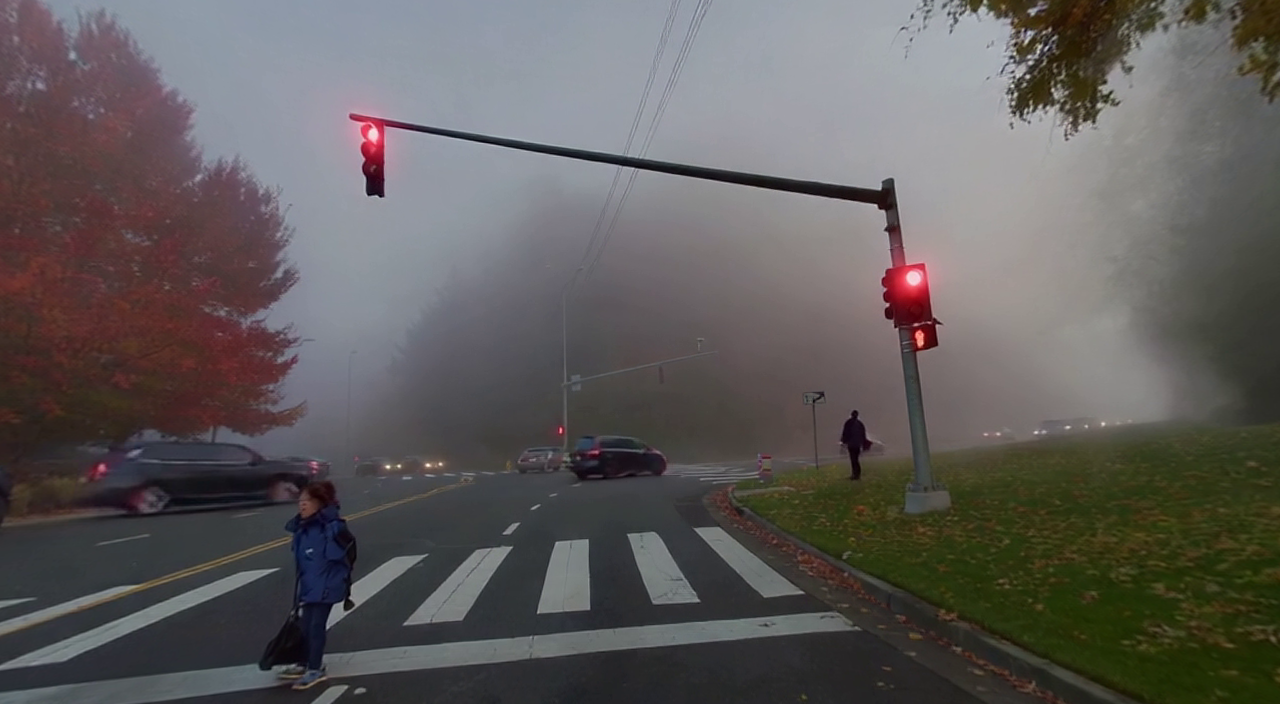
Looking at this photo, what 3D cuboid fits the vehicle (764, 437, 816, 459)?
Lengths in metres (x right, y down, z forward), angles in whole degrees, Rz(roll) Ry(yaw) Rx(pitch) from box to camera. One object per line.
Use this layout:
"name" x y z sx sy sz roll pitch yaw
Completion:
"vehicle" 11.969 7.653 49.913 1.979 1.659 4.907 -8 -11 39

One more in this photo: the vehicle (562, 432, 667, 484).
"vehicle" -0.954 4.324 25.772 1.942 1.920 4.263 -8 -11 39

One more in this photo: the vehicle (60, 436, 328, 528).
"vehicle" -10.557 3.009 15.237 2.036 1.849 4.811 -7 -11 39

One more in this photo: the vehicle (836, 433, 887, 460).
"vehicle" 16.163 6.873 45.602 1.988 1.853 4.314 -8 -11 40

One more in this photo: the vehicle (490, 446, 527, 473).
"vehicle" -8.846 7.249 42.397 1.832 1.674 3.805 0 -9 -2

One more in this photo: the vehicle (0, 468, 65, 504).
"vehicle" -30.309 6.459 30.363 1.800 1.520 3.968 2 -9 -13

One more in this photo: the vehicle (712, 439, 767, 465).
"vehicle" 7.012 6.994 43.920 1.867 1.743 4.259 -8 -11 40
